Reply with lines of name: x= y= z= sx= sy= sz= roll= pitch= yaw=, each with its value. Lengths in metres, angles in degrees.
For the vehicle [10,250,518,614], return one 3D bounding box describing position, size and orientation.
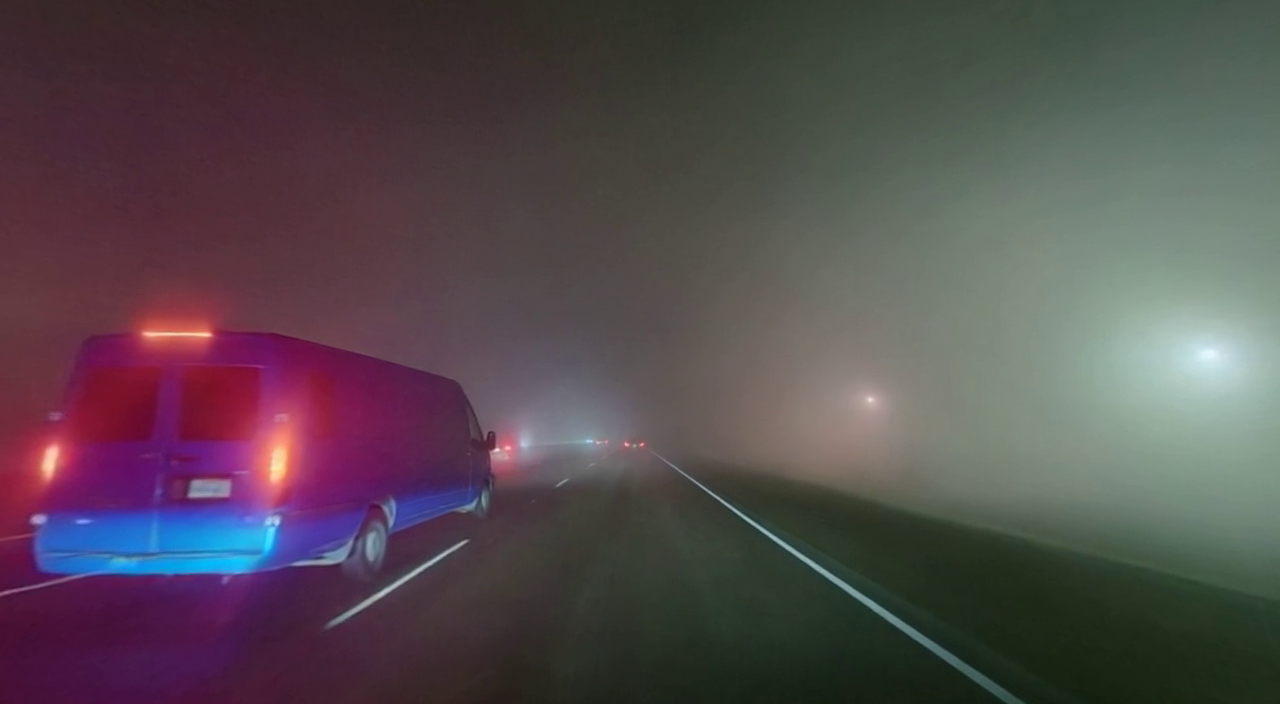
vehicle: x=-3.530 y=1.054 z=8.496 sx=2.428 sy=2.782 sz=7.330 roll=0 pitch=-8 yaw=-1
